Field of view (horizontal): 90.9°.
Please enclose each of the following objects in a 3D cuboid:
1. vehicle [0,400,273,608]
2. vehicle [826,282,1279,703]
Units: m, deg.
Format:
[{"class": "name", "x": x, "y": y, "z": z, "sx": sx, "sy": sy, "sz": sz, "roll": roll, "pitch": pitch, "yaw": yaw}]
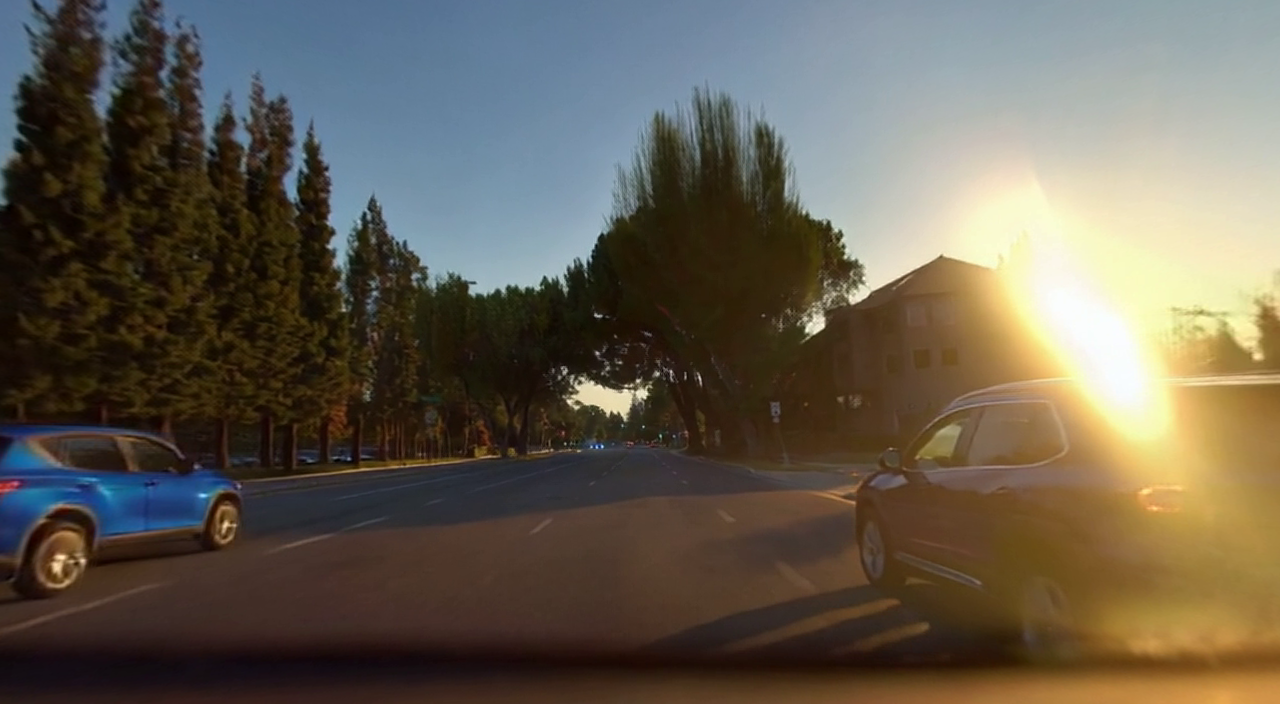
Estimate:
[{"class": "vehicle", "x": -6.323, "y": 1.474, "z": 6.637, "sx": 2.069, "sy": 1.690, "sz": 4.837, "roll": 0, "pitch": -9, "yaw": -1}, {"class": "vehicle", "x": 2.879, "y": 0.979, "z": 3.802, "sx": 2.047, "sy": 1.768, "sz": 4.607, "roll": 0, "pitch": -9, "yaw": -1}]
